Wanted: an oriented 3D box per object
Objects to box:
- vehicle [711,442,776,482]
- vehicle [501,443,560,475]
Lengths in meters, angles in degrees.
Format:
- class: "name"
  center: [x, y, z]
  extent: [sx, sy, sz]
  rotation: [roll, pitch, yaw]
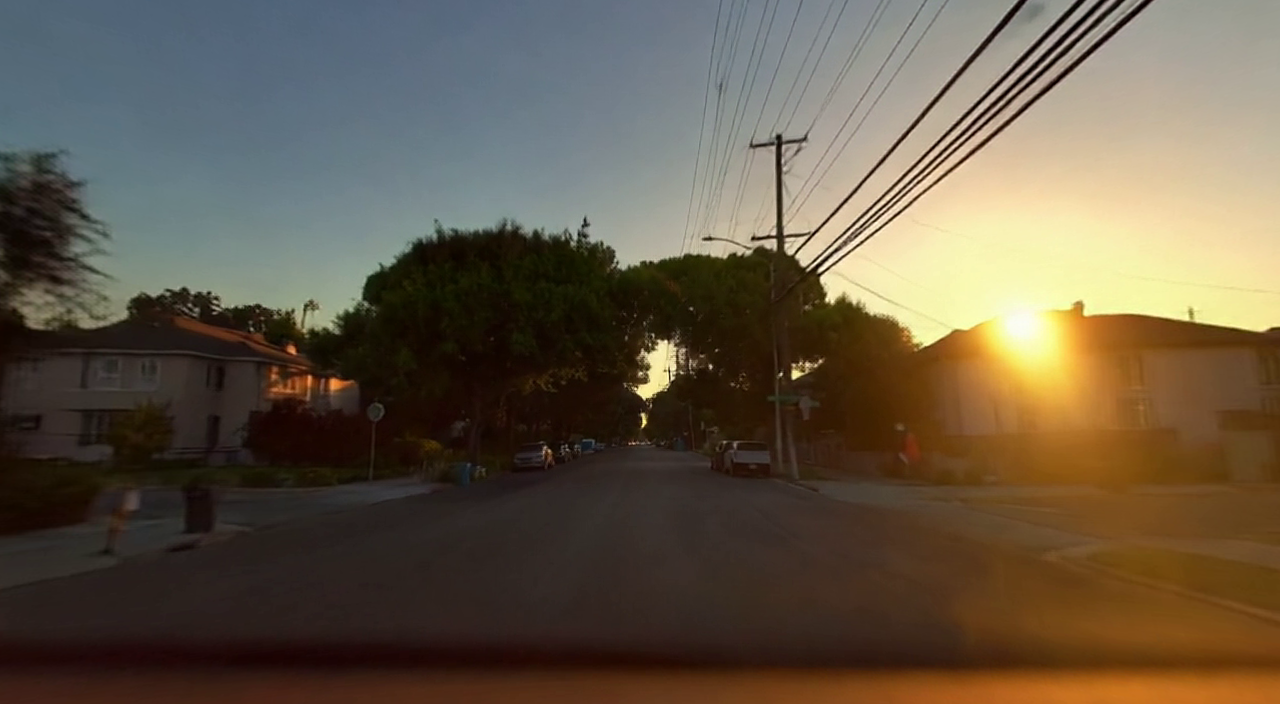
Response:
- class: "vehicle"
  center: [4.038, 4.346, 25.197]
  extent: [1.851, 1.438, 4.177]
  rotation: [0, -9, 0]
- class: "vehicle"
  center: [-5.781, 5.708, 33.973]
  extent: [2.231, 1.492, 4.727]
  rotation: [1, -8, 1]
